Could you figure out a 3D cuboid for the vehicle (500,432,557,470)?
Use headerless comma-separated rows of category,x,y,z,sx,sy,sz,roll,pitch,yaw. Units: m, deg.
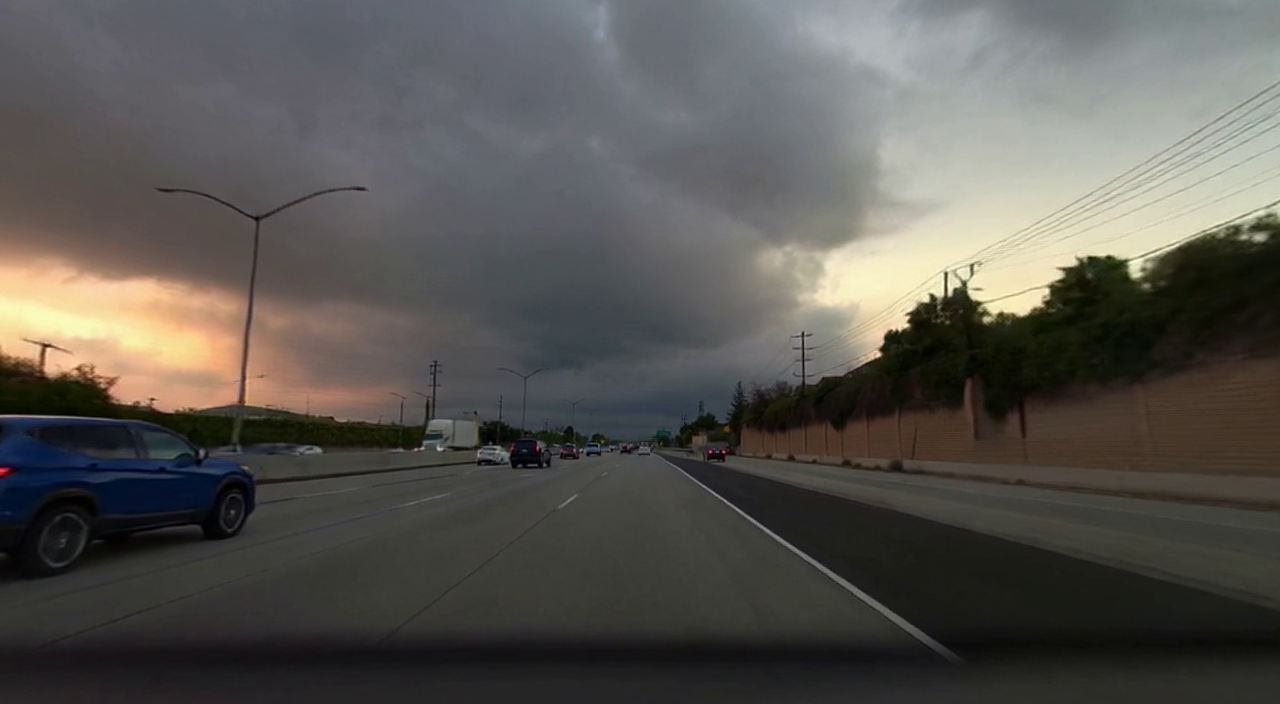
vehicle,-6.119,5.535,35.237,2.255,1.934,4.868,0,-9,0

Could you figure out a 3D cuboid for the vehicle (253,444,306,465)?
vehicle,-25.745,7.303,45.073,1.568,1.433,3.591,1,-9,1

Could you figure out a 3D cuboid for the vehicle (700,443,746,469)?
vehicle,5.219,6.599,40.270,2.251,1.520,4.550,1,-9,-1

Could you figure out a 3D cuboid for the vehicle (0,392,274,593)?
vehicle,-6.484,1.434,6.957,2.058,1.698,4.567,0,-9,1

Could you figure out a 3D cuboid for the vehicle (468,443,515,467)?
vehicle,-9.837,6.828,42.043,2.042,1.485,4.395,0,-9,1
